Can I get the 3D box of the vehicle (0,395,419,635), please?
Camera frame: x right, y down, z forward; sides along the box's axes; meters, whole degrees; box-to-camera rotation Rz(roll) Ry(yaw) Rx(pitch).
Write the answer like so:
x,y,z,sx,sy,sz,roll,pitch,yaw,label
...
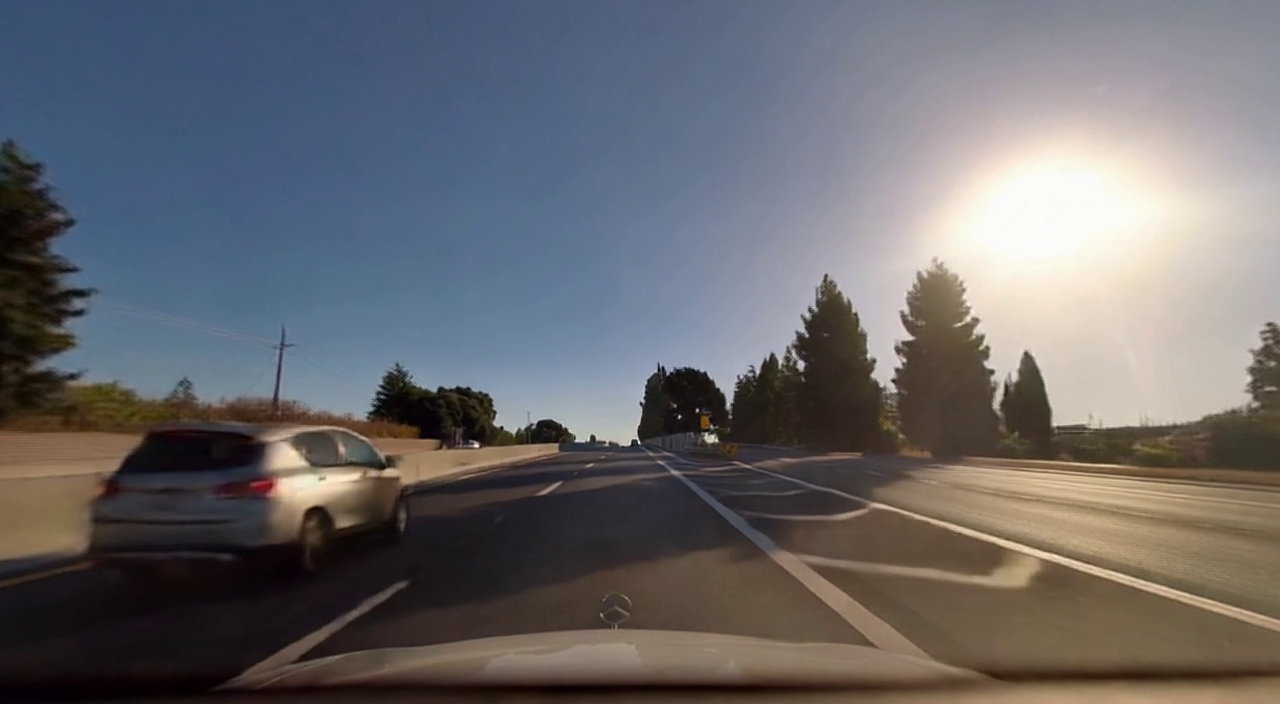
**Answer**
x,y,z,sx,sy,sz,roll,pitch,yaw,label
-4.105,1.415,6.548,2.129,1.641,4.263,0,-8,-1,vehicle
